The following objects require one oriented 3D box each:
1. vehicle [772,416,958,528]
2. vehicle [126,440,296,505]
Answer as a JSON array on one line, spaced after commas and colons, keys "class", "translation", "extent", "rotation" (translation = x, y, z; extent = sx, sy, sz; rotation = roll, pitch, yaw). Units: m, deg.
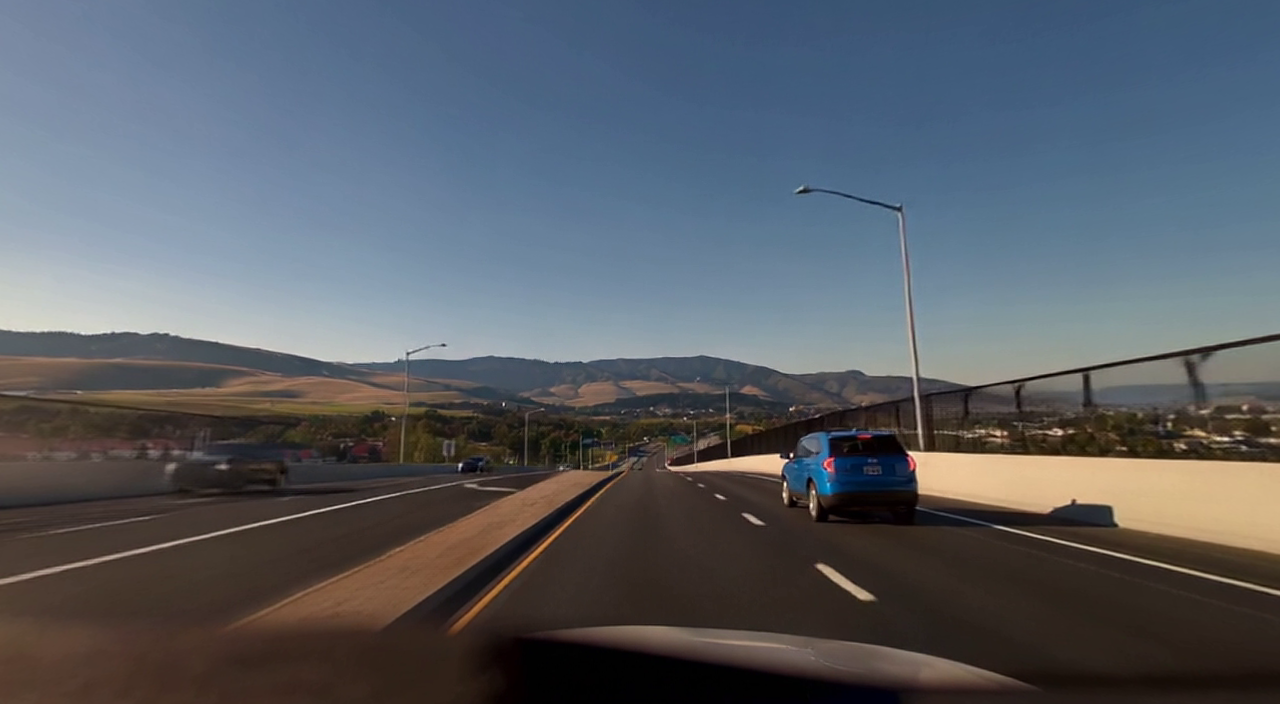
[{"class": "vehicle", "translation": [3.971, 2.203, 12.064], "extent": [1.989, 1.730, 4.324], "rotation": [0, -8, 1]}, {"class": "vehicle", "translation": [-13.880, 3.893, 20.907], "extent": [2.148, 1.850, 4.835], "rotation": [0, -8, 1]}]
